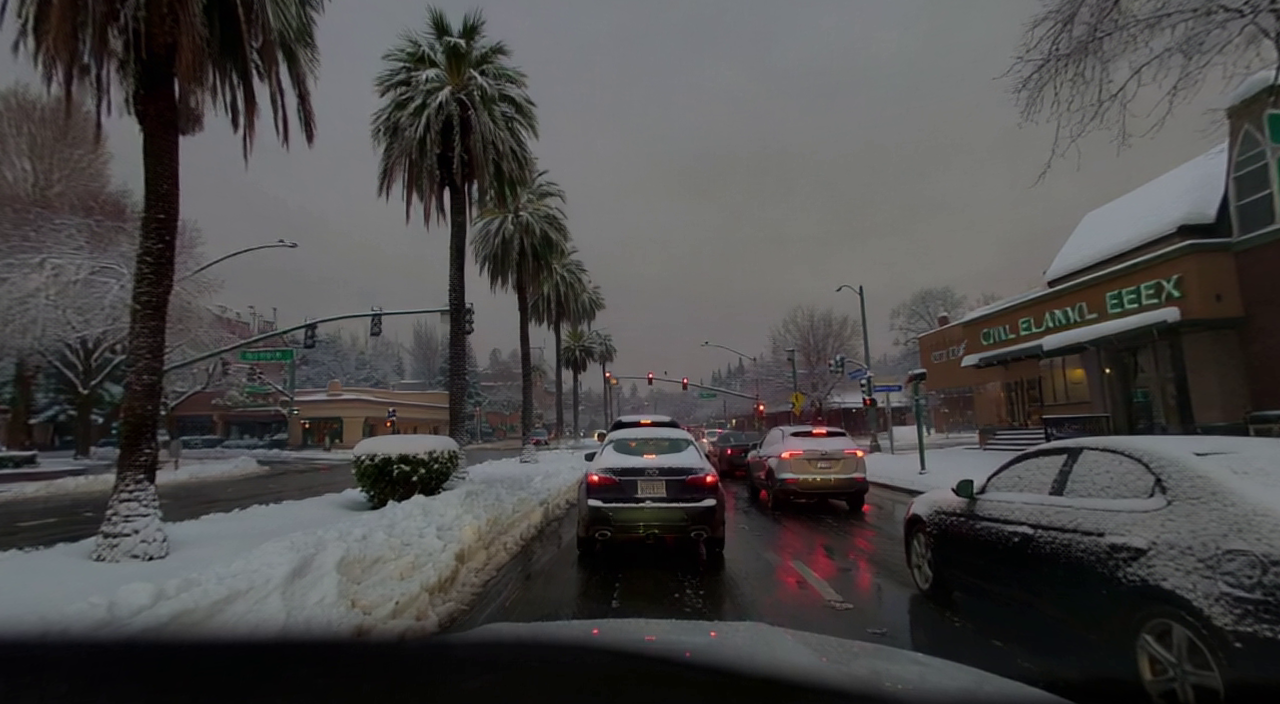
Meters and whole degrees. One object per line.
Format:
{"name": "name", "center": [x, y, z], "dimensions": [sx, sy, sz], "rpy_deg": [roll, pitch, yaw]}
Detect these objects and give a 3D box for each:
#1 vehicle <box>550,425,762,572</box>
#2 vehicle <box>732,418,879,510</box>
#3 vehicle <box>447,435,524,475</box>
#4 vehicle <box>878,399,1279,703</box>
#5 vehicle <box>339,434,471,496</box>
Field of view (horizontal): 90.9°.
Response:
{"name": "vehicle", "center": [0.178, 1.787, 8.458], "dimensions": [2.140, 1.474, 4.026], "rpy_deg": [0, -8, 0]}
{"name": "vehicle", "center": [3.496, 2.468, 14.303], "dimensions": [2.169, 1.751, 4.276], "rpy_deg": [0, -8, 0]}
{"name": "vehicle", "center": [-6.041, 4.096, 25.219], "dimensions": [1.822, 1.456, 4.396], "rpy_deg": [-1, -8, 2]}
{"name": "vehicle", "center": [3.538, 1.227, 4.479], "dimensions": [1.910, 1.490, 4.661], "rpy_deg": [0, -8, 1]}
{"name": "vehicle", "center": [-6.252, 3.052, 17.388], "dimensions": [1.900, 1.487, 4.165], "rpy_deg": [0, -8, 2]}
